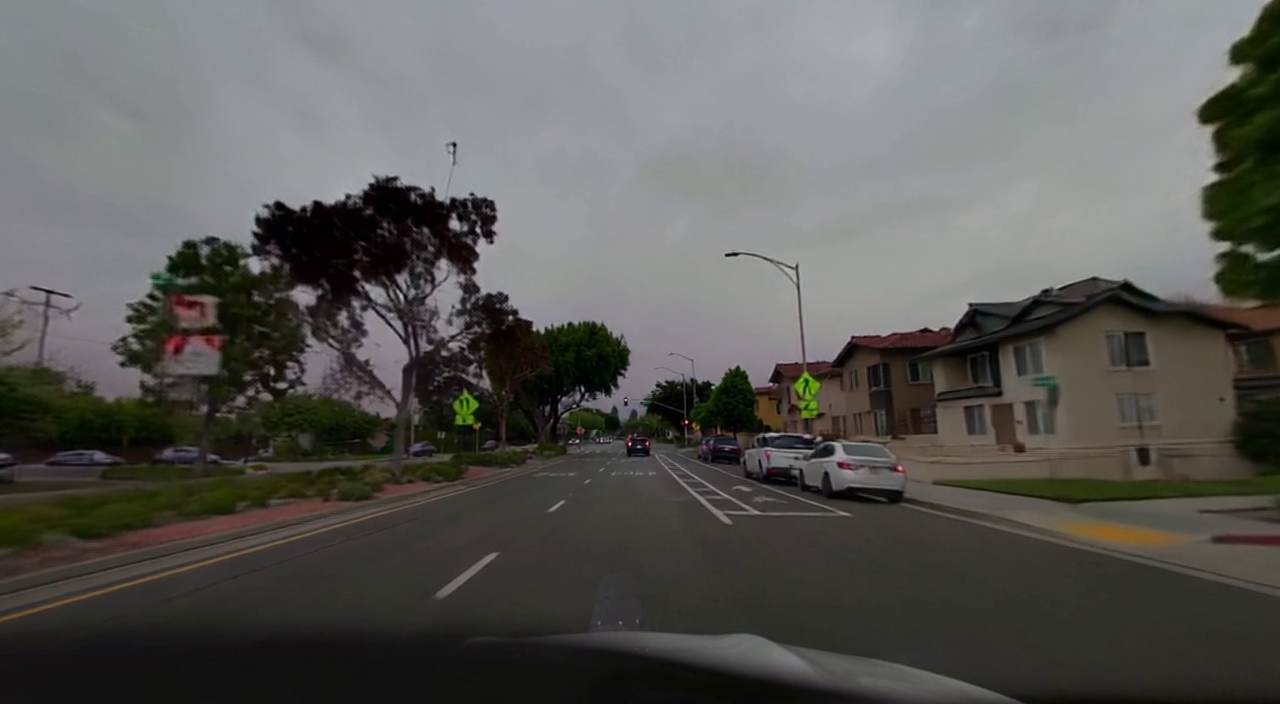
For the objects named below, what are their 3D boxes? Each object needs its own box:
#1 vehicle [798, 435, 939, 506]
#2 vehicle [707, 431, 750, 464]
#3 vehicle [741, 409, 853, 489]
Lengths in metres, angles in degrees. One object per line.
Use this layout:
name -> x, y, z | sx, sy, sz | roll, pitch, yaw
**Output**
vehicle -> 5.719, 3.013, 16.527 | 1.940, 1.584, 4.553 | 0, -9, 0
vehicle -> 5.557, 6.053, 40.264 | 2.008, 1.930, 4.919 | 0, -8, 1
vehicle -> 5.433, 3.524, 23.014 | 2.324, 2.468, 6.422 | 0, -9, -1
